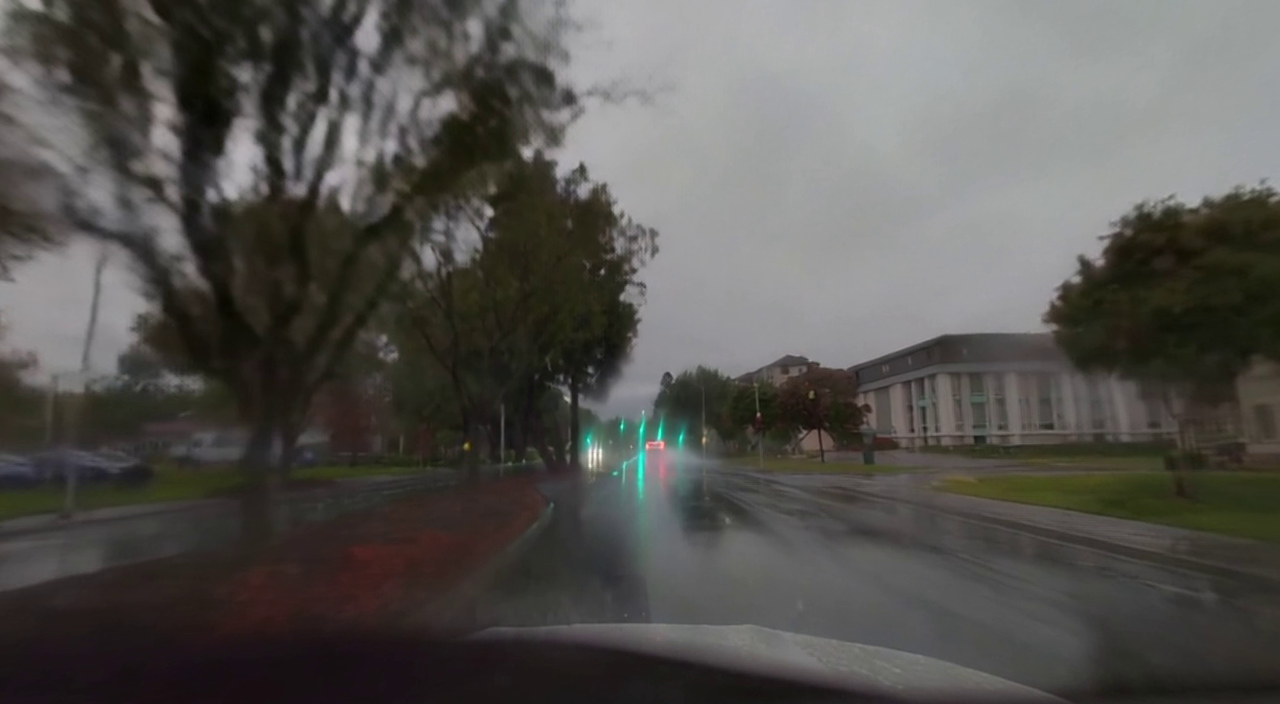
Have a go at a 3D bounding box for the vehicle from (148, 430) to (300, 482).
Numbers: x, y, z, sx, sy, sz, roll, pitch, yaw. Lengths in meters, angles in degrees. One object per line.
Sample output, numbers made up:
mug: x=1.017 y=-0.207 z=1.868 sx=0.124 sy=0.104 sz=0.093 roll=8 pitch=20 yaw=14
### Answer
vehicle: x=-22.928 y=5.764 z=35.033 sx=6.364 sy=2.595 sz=2.828 roll=0 pitch=-9 yaw=-3

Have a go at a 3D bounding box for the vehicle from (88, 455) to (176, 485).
vehicle: x=-35.821 y=8.308 z=44.663 sx=2.010 sy=1.821 sz=4.924 roll=0 pitch=-8 yaw=1
